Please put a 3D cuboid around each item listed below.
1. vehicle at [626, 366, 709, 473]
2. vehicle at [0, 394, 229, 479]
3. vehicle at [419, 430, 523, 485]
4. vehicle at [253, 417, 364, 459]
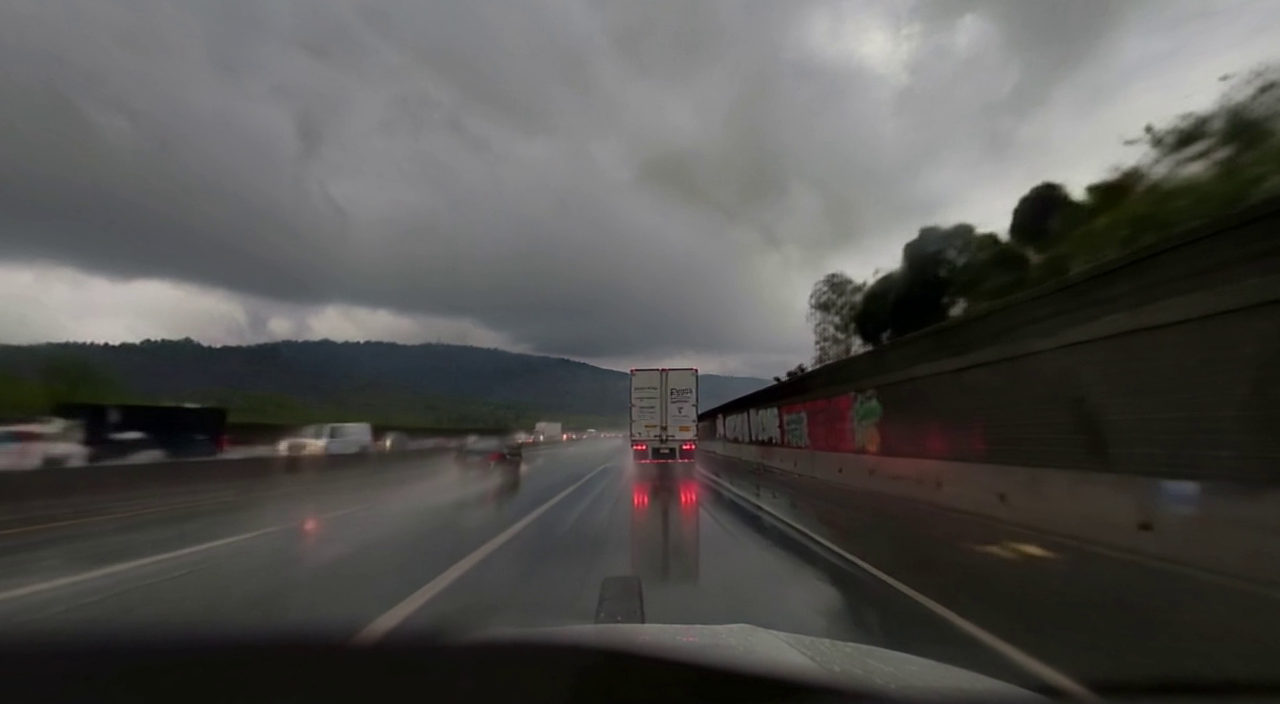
[{"bbox_3d":[0.883,3.103,27.726,2.921,3.765,10.773,0,-8,-1],"label":"vehicle"},{"bbox_3d":[-22.121,3.673,27.319,2.853,3.094,8.285,0,-8,1],"label":"vehicle"},{"bbox_3d":[-5.242,3.320,20.247,1.982,1.535,4.519,0,-8,1],"label":"vehicle"},{"bbox_3d":[-14.331,3.769,27.668,2.026,1.651,5.129,0,-8,1],"label":"vehicle"}]
